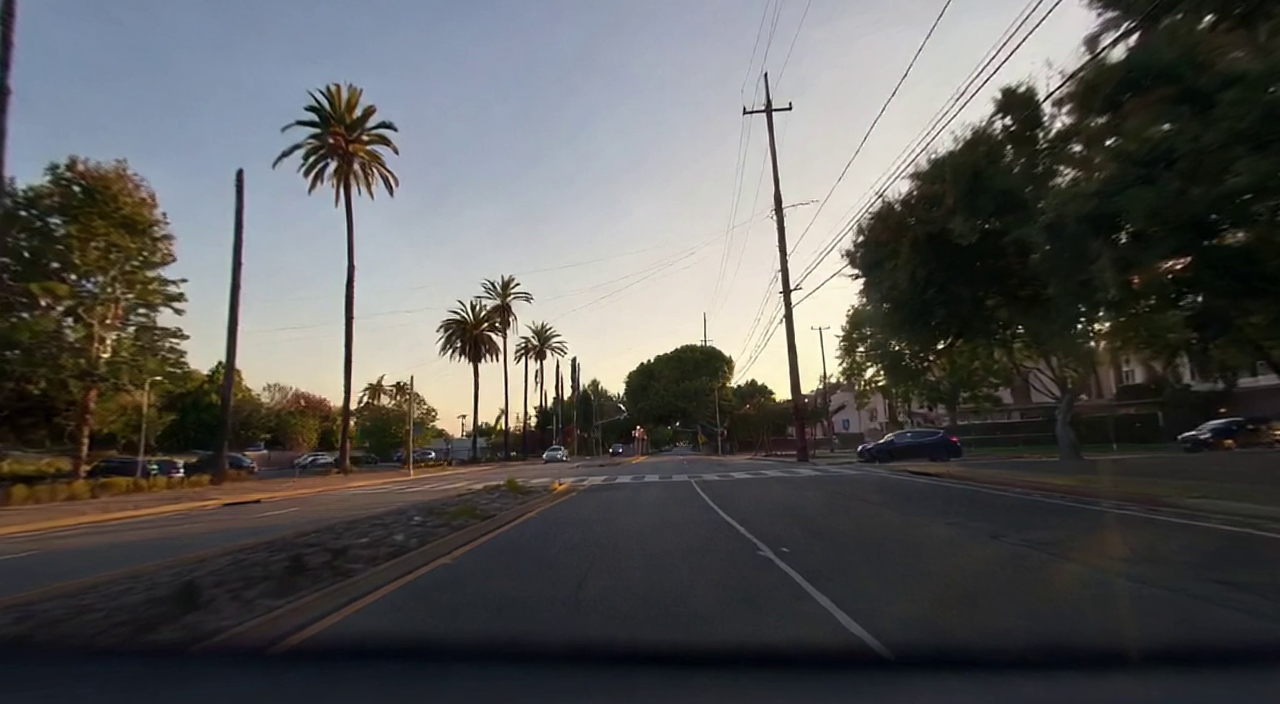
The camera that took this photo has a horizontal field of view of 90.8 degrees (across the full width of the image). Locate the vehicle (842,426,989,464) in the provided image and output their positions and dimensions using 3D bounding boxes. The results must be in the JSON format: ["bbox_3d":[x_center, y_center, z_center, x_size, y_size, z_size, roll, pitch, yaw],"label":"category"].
[{"bbox_3d":[13.211,4.524,30.665,5.981,1.680,2.327,-1,-9,4],"label":"vehicle"}]

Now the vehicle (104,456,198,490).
[{"bbox_3d":[-29.833,7.298,38.511,5.477,1.876,2.389,-5,-11,29],"label":"vehicle"}]

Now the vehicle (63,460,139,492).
[{"bbox_3d":[-30.354,6.918,35.546,4.255,1.647,2.004,-6,-11,34],"label":"vehicle"}]

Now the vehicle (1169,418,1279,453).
[{"bbox_3d":[31.063,4.374,32.903,5.062,1.742,1.976,-1,-9,3],"label":"vehicle"}]
